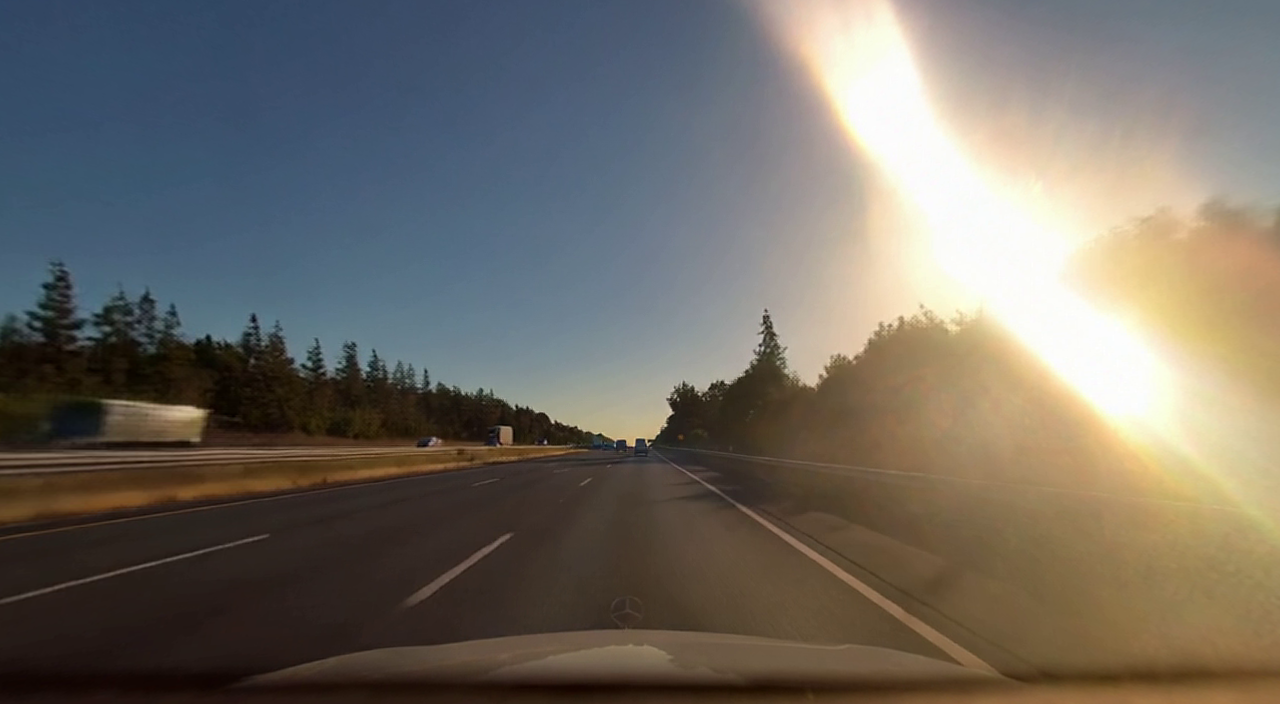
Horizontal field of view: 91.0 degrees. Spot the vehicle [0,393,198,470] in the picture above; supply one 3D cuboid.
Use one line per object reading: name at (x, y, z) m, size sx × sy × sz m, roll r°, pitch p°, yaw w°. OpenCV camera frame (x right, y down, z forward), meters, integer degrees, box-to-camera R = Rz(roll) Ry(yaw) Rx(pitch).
vehicle at (-20.040, 3.008, 23.384) m, size 2.335 × 2.464 × 6.588 m, roll 0°, pitch -8°, yaw 0°
